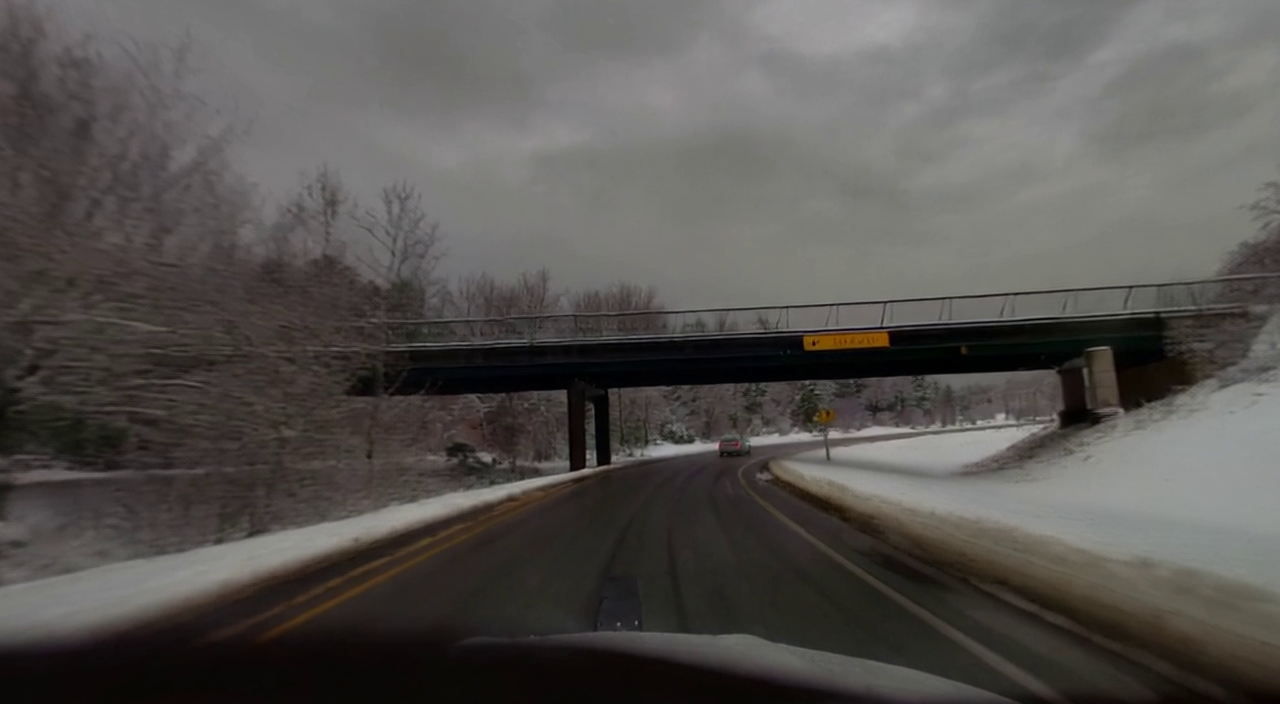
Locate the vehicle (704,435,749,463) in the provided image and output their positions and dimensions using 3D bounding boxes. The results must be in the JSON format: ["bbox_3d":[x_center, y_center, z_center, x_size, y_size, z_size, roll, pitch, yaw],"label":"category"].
[{"bbox_3d":[4.952,5.483,35.618,1.980,1.449,3.650,-3,-9,15],"label":"vehicle"}]
